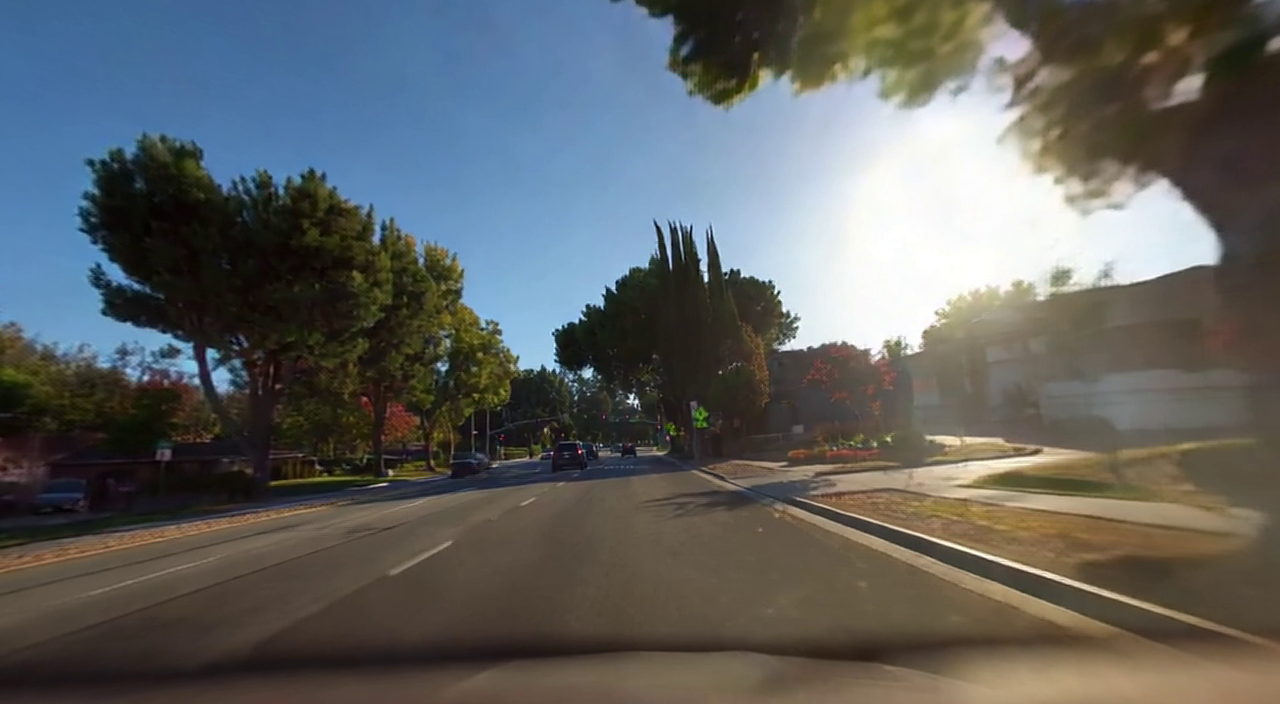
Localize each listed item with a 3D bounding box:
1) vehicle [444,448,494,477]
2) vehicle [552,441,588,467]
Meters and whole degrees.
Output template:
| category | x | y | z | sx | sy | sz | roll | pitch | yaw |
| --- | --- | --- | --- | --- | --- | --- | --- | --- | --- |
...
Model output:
| category | x | y | z | sx | sy | sz | roll | pitch | yaw |
| --- | --- | --- | --- | --- | --- | --- | --- | --- | --- |
| vehicle | -11.281 | 7.308 | 42.067 | 2.121 | 1.769 | 4.359 | 0 | -8 | 0 |
| vehicle | -4.841 | 7.128 | 44.298 | 2.065 | 1.714 | 4.272 | 0 | -8 | 0 |
